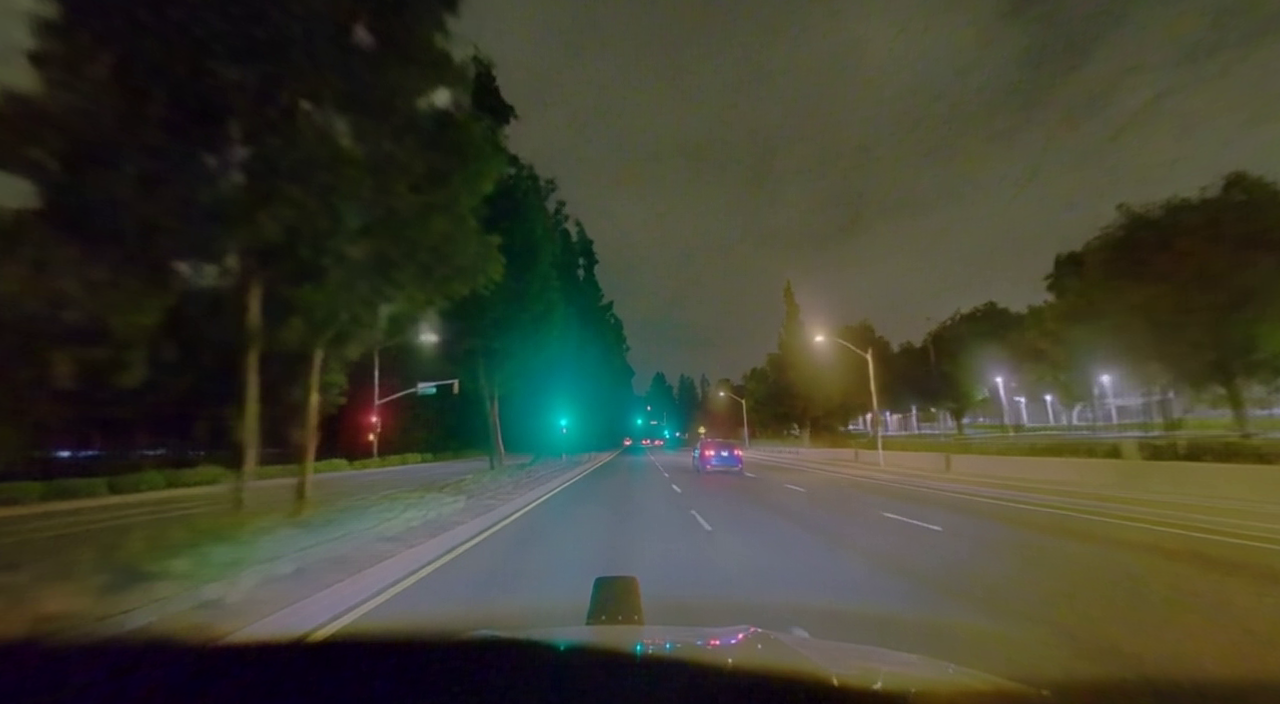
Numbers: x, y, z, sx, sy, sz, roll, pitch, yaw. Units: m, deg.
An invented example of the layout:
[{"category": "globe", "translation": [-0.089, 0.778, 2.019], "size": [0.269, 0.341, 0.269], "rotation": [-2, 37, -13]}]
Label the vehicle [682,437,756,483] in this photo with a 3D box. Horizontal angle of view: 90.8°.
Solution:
[{"category": "vehicle", "translation": [2.721, 3.858, 22.862], "size": [2.056, 1.483, 4.091], "rotation": [0, -8, -1]}]
